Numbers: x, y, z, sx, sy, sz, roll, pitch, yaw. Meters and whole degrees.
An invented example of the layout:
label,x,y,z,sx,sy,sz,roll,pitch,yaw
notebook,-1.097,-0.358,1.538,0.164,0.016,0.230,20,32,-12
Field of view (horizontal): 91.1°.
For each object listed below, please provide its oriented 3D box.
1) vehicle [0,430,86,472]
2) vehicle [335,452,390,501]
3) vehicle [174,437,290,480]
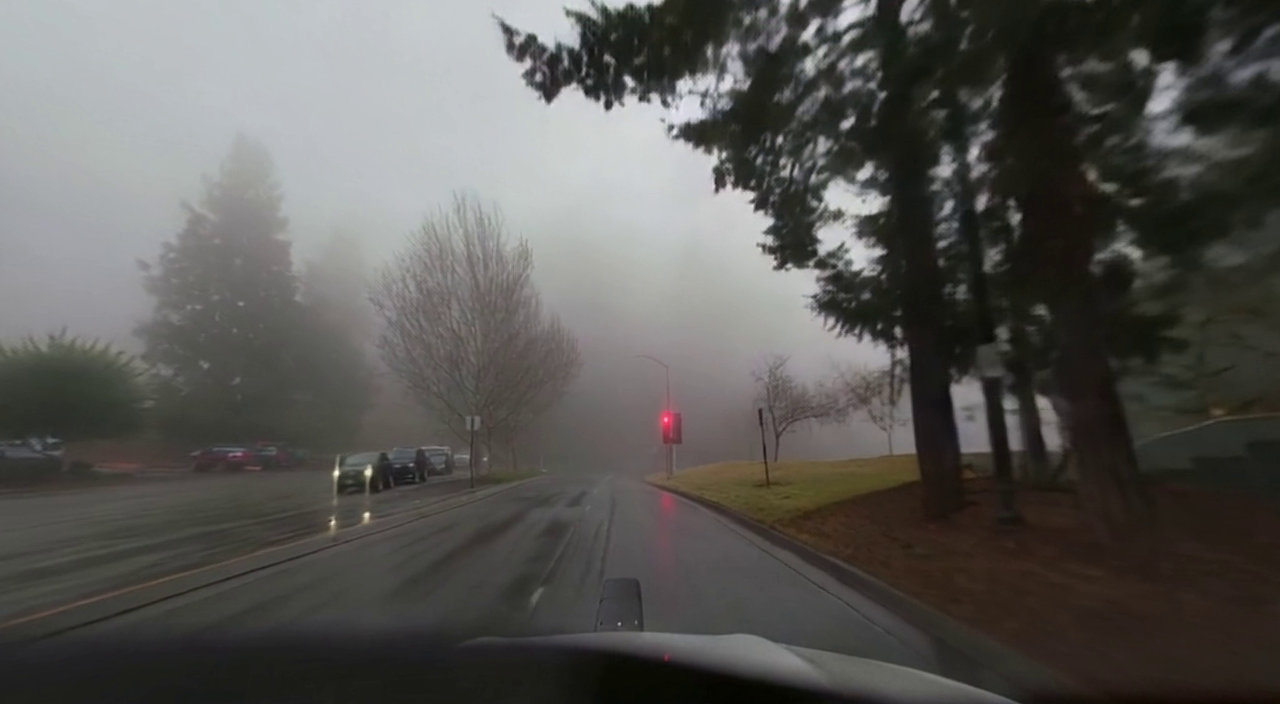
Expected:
label,x,y,z,sx,sy,sz,roll,pitch,yaw
vehicle,-45.572,7.378,47.203,6.459,2.858,2.475,-1,-5,13
vehicle,-11.329,5.042,25.765,1.861,1.736,4.241,1,-10,-23
vehicle,-30.897,8.048,47.684,7.249,3.082,2.621,-2,-10,10
